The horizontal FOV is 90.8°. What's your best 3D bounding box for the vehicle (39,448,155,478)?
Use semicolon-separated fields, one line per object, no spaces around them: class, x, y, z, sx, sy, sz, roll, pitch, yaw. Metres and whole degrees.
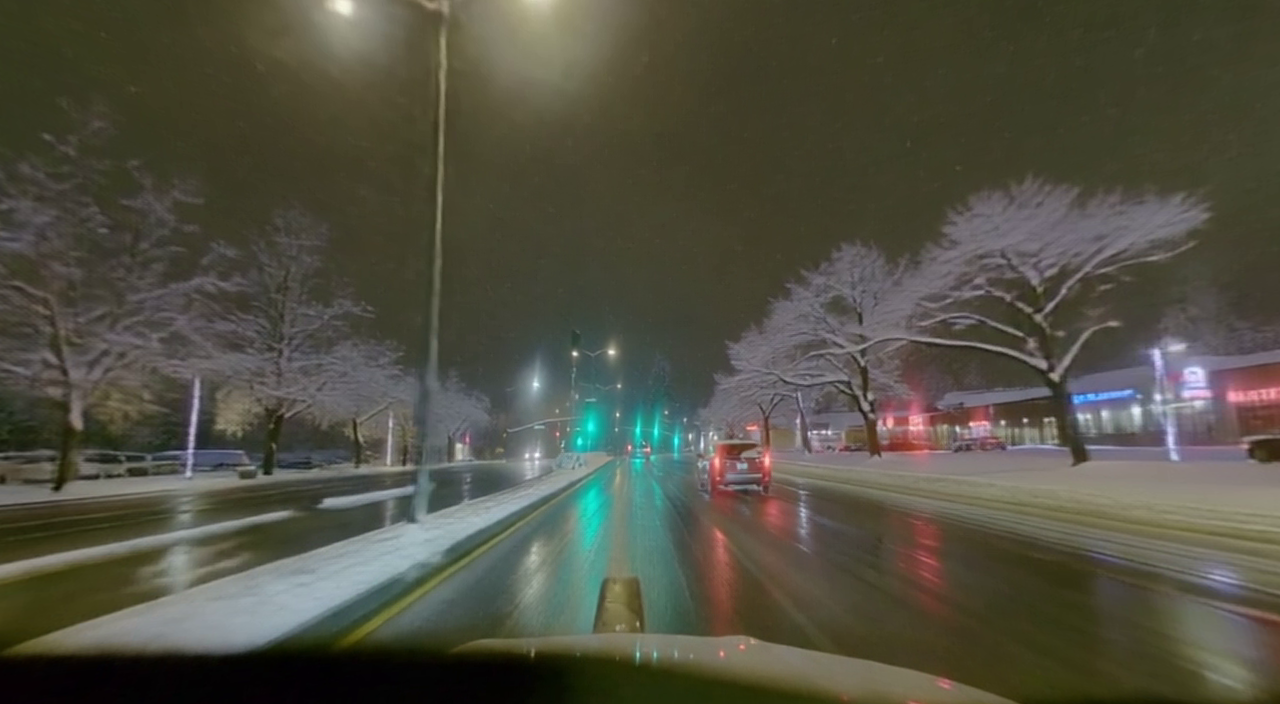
vehicle;-30.066;6.160;35.090;4.656;1.508;1.953;-1;-9;1

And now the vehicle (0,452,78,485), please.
vehicle;-29.948;5.503;29.903;4.834;1.438;2.023;-1;-8;4

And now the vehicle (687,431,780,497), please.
vehicle;2.595;3.234;18.575;1.963;1.677;4.229;0;-8;-2
